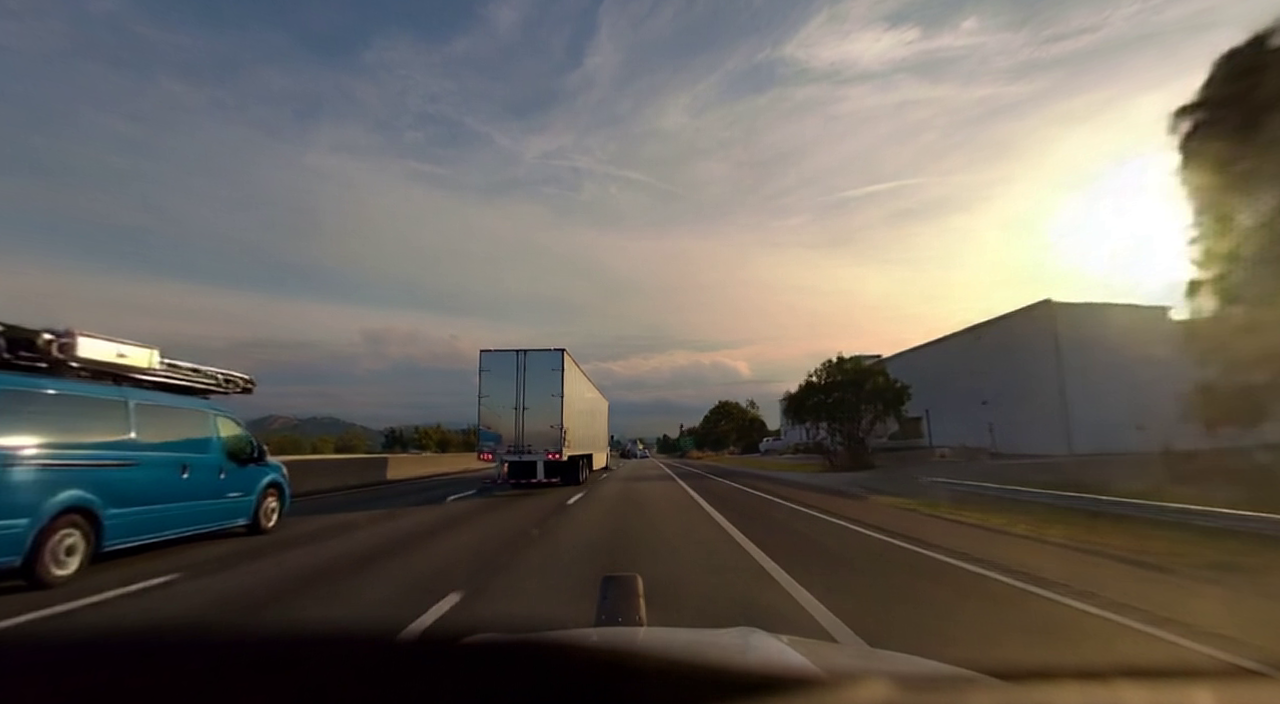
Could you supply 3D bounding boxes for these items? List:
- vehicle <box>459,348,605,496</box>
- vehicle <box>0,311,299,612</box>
[{"bbox_3d":[-3.437,3.110,25.780,2.939,4.132,16.303,0,-8,1],"label":"vehicle"},{"bbox_3d":[-6.943,1.244,7.439,2.385,2.672,6.049,0,-8,0],"label":"vehicle"}]
